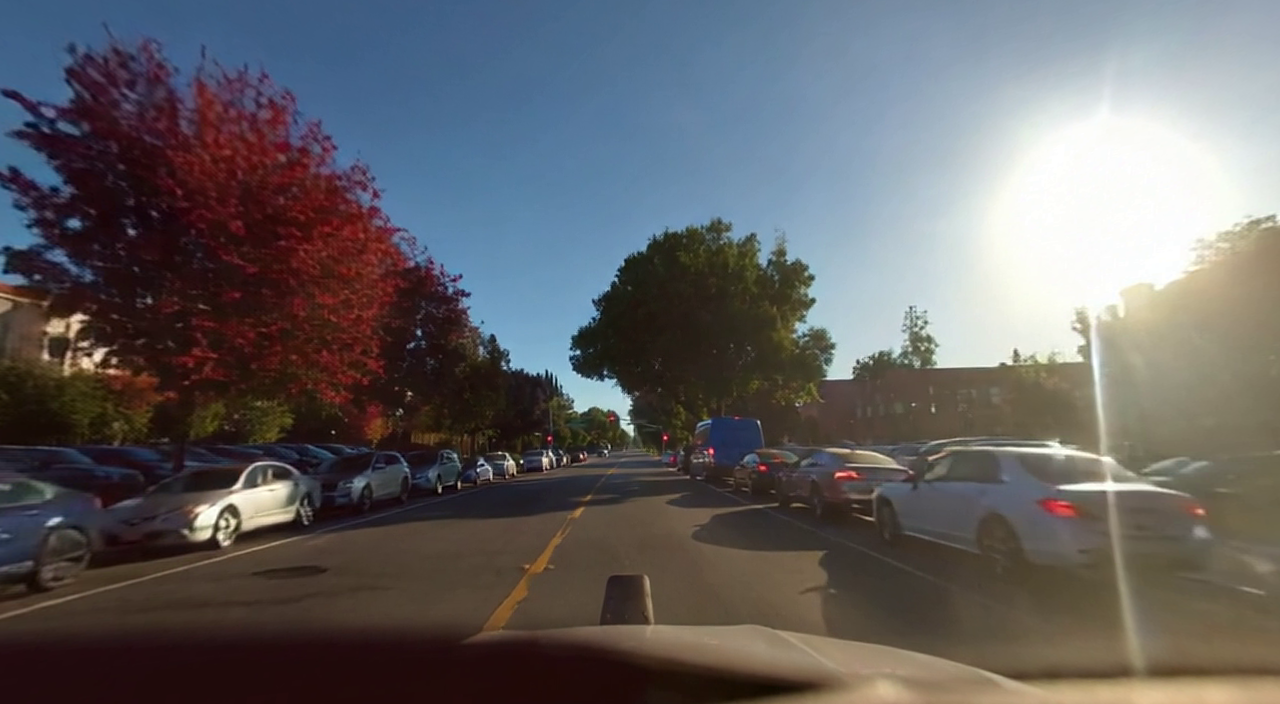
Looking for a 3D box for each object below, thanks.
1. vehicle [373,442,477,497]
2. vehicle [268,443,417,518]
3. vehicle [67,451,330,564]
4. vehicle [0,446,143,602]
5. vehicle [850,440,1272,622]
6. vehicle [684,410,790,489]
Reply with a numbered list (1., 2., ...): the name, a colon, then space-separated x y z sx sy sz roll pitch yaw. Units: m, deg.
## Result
1. vehicle: -7.535 4.142 22.690 1.984 1.745 4.866 0 -9 0
2. vehicle: -7.438 3.196 16.300 1.874 1.607 4.174 -1 -8 -1
3. vehicle: -7.221 2.508 10.936 1.775 1.433 4.011 -2 -8 -2
4. vehicle: -7.180 1.643 5.782 1.950 1.489 4.214 -1 -9 -3
5. vehicle: 4.206 1.796 7.437 1.804 1.453 4.462 0 -9 -1
6. vehicle: 3.799 4.108 26.671 3.089 2.882 6.770 0 -9 -3
